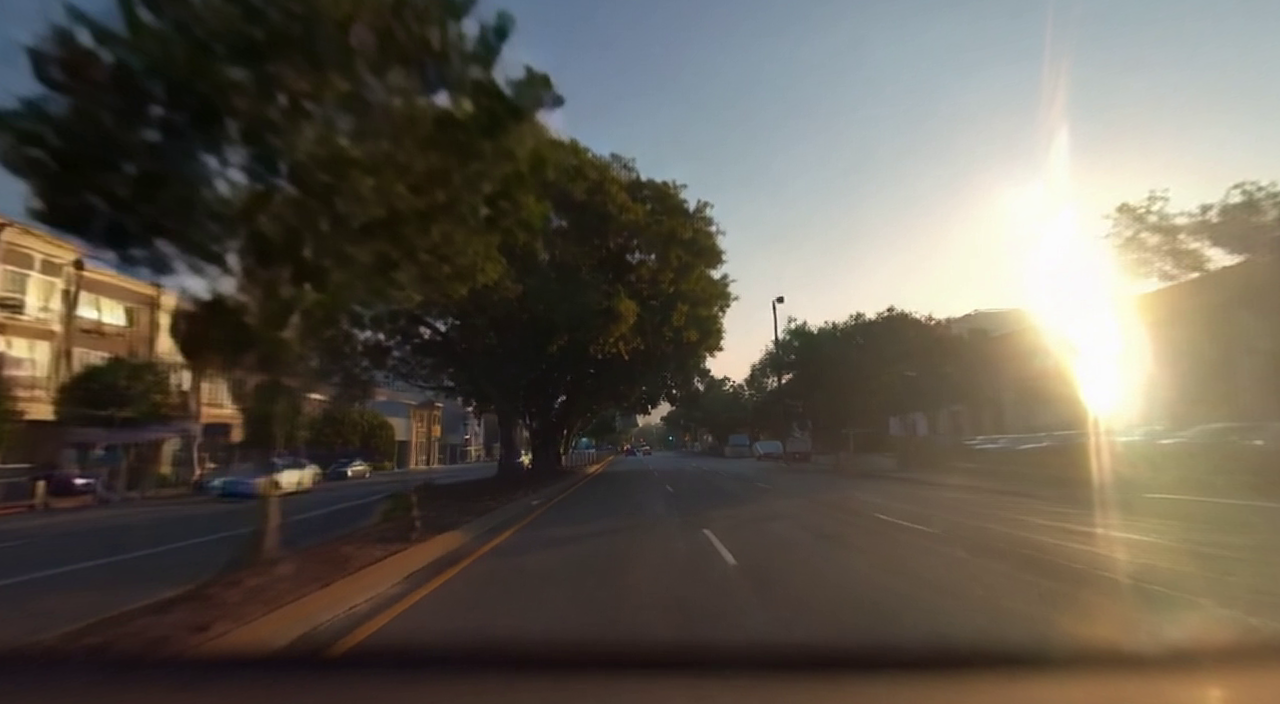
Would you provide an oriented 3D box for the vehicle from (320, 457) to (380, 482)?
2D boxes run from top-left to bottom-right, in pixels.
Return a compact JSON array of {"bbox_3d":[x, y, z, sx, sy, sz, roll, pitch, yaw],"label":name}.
[{"bbox_3d":[-19.986,8.084,43.750,1.870,1.486,5.031,-1,-8,-1],"label":"vehicle"}]

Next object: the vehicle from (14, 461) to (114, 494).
[{"bbox_3d":[-30.206,6.575,33.204,3.637,1.430,1.636,-2,-9,-1],"label":"vehicle"}]

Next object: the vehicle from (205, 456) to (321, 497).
[{"bbox_3d":[-15.741,5.203,26.743,1.963,1.500,4.700,0,-9,1],"label":"vehicle"}]
